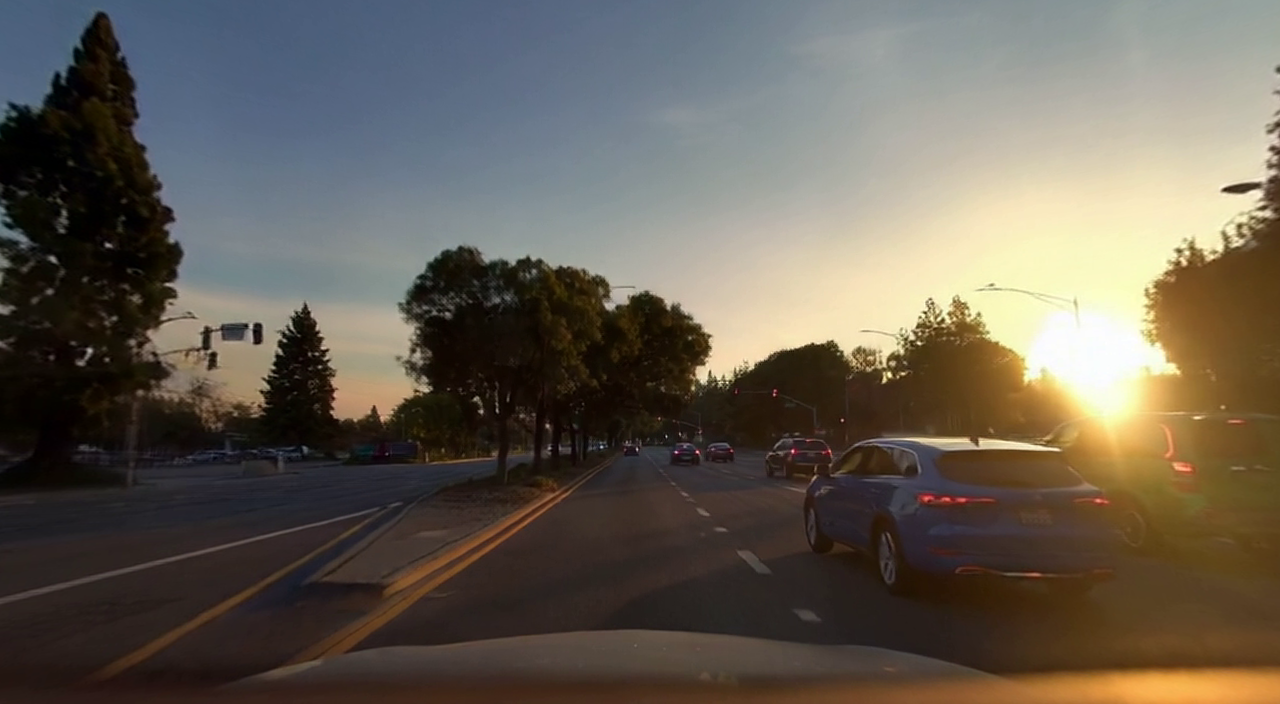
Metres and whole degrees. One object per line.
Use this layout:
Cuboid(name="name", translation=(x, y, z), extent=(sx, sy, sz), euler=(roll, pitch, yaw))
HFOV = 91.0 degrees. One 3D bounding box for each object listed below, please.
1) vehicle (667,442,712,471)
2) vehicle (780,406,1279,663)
Cuboid(name="vehicle", translation=(2.598, 5.613, 34.054), extent=(1.980, 1.484, 4.093), euler=(0, -8, -1))
Cuboid(name="vehicle", translation=(3.027, 1.483, 6.406), extent=(1.932, 1.547, 4.992), euler=(0, -8, -2))
